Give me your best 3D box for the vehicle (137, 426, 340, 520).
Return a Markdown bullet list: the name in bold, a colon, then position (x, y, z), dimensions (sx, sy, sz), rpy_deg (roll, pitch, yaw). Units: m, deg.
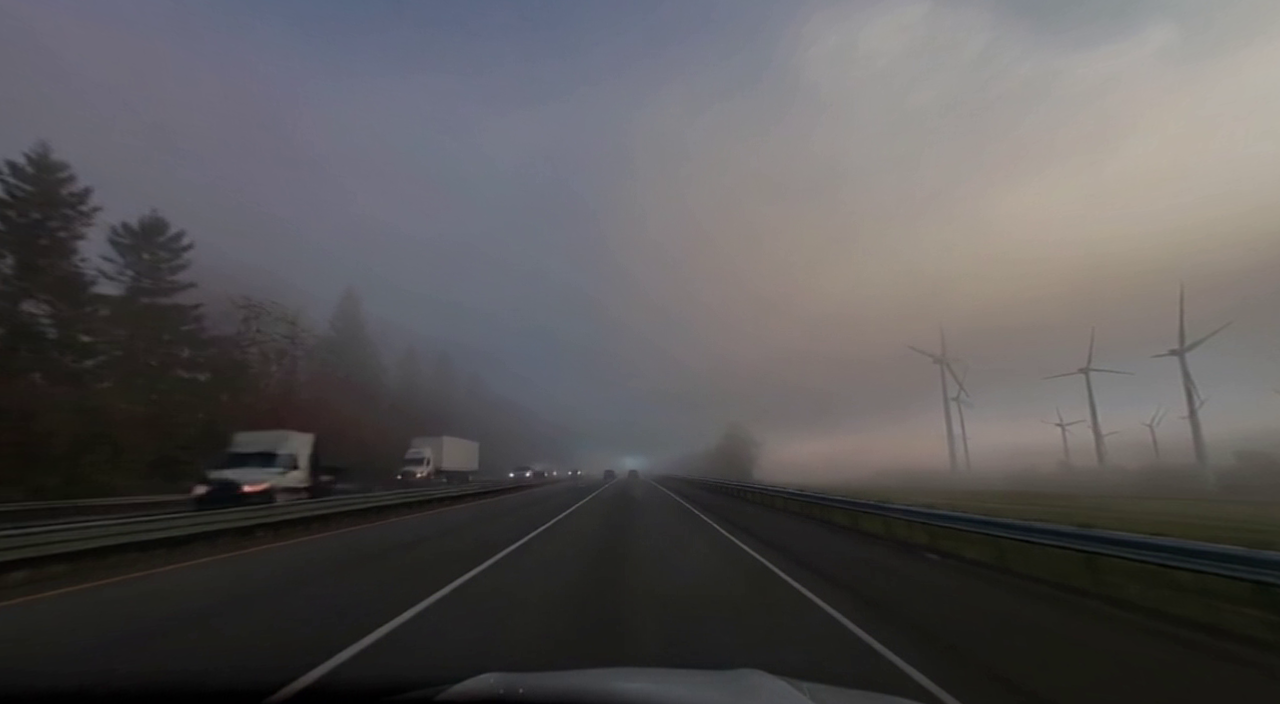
- **vehicle**: position (-11.864, 3.687, 19.377), dimensions (2.421, 2.406, 5.665), rpy_deg (0, -11, 0)
